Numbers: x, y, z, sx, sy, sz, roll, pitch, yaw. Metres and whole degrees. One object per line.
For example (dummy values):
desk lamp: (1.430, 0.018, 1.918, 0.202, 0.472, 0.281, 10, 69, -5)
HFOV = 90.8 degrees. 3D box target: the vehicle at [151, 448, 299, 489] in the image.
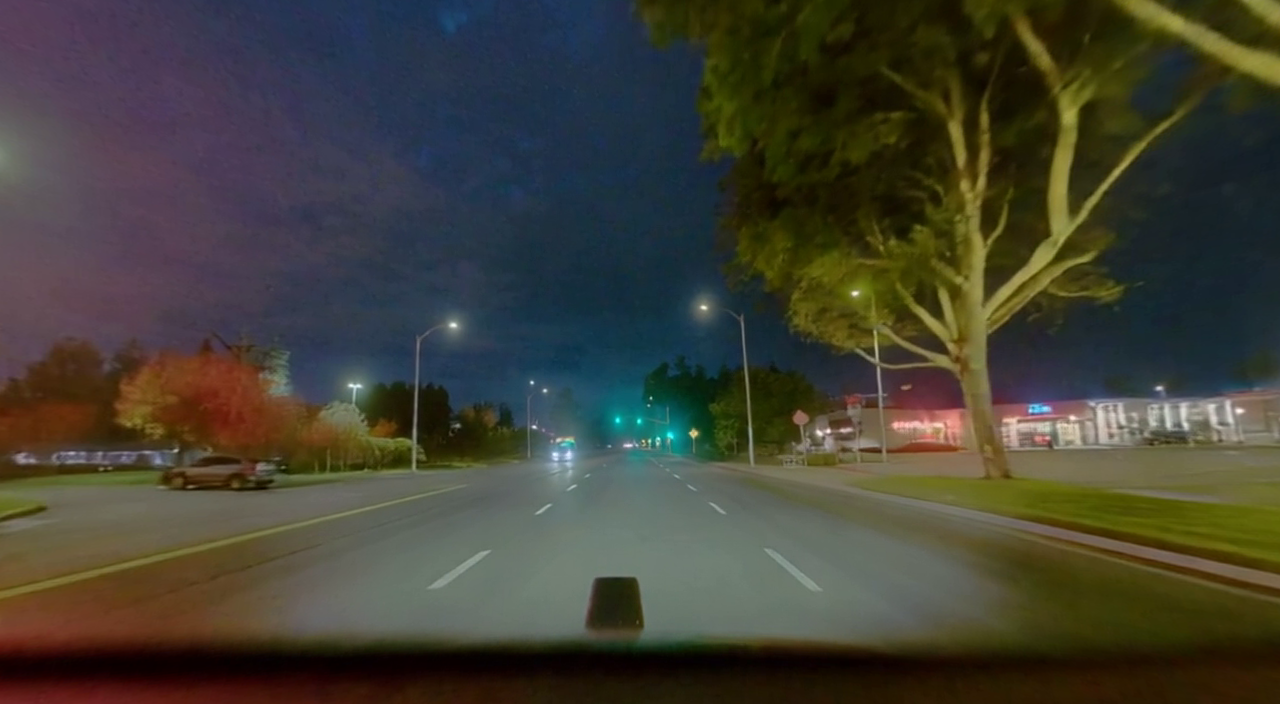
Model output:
vehicle: (-17.002, 4.777, 26.083, 4.658, 1.544, 2.056, 0, -8, 1)

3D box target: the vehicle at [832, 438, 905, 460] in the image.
vehicle: (16.054, 6.839, 44.502, 4.372, 1.455, 1.914, 0, -8, -2)
